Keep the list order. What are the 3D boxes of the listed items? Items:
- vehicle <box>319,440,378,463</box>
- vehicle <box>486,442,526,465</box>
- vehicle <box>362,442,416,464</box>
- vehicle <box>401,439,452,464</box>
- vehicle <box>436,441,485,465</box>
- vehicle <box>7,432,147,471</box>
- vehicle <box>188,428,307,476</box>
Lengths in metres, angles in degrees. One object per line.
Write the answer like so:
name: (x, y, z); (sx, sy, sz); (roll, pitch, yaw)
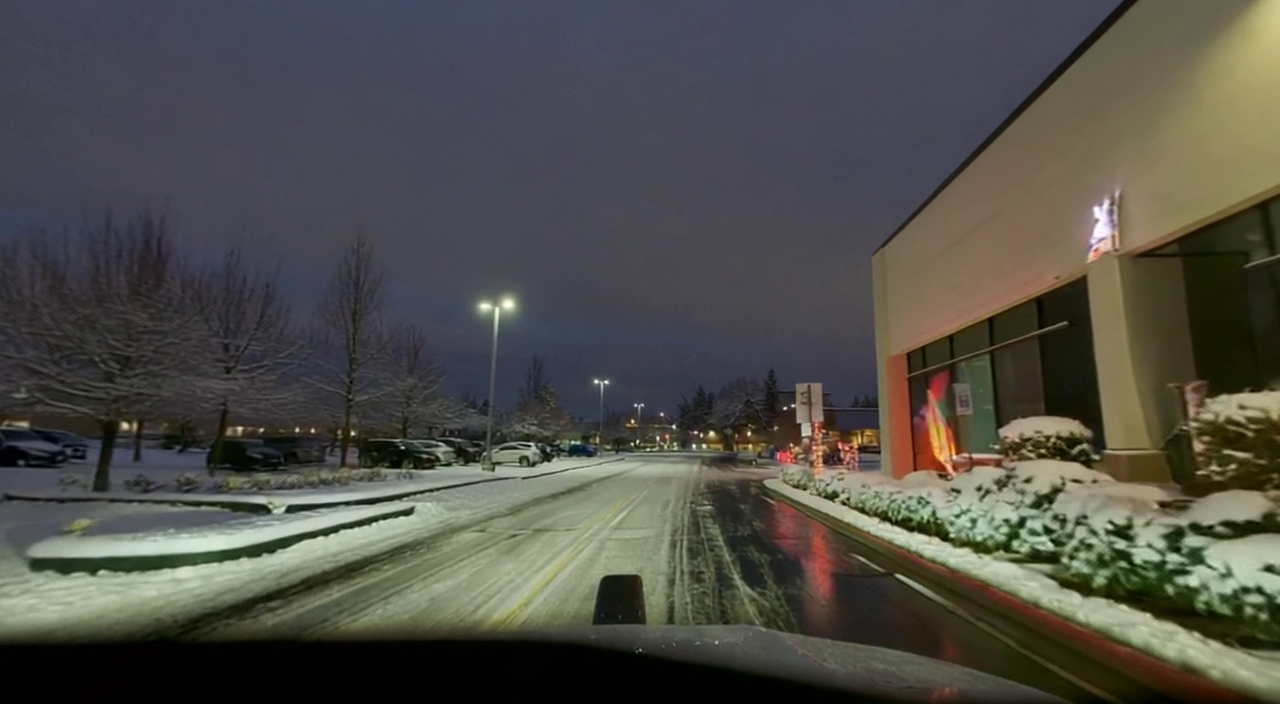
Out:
vehicle: (-21.209, 7.262, 46.146); (1.773, 1.498, 4.085); (2, -8, 11)
vehicle: (-9.740, 7.385, 46.267); (1.892, 1.597, 4.259); (0, -8, 2)
vehicle: (-18.245, 7.345, 46.068); (1.909, 1.474, 3.908); (-1, -8, 7)
vehicle: (-15.424, 7.270, 45.907); (1.902, 1.645, 3.903); (1, -10, 7)
vehicle: (-12.891, 7.281, 45.674); (1.928, 1.613, 4.197); (-1, -8, 7)
vehicle: (-24.874, 4.421, 28.163); (1.876, 1.591, 4.470); (-1, -8, 5)
vehicle: (-17.009, 4.360, 27.692); (1.972, 1.923, 4.535); (-1, -8, 5)
